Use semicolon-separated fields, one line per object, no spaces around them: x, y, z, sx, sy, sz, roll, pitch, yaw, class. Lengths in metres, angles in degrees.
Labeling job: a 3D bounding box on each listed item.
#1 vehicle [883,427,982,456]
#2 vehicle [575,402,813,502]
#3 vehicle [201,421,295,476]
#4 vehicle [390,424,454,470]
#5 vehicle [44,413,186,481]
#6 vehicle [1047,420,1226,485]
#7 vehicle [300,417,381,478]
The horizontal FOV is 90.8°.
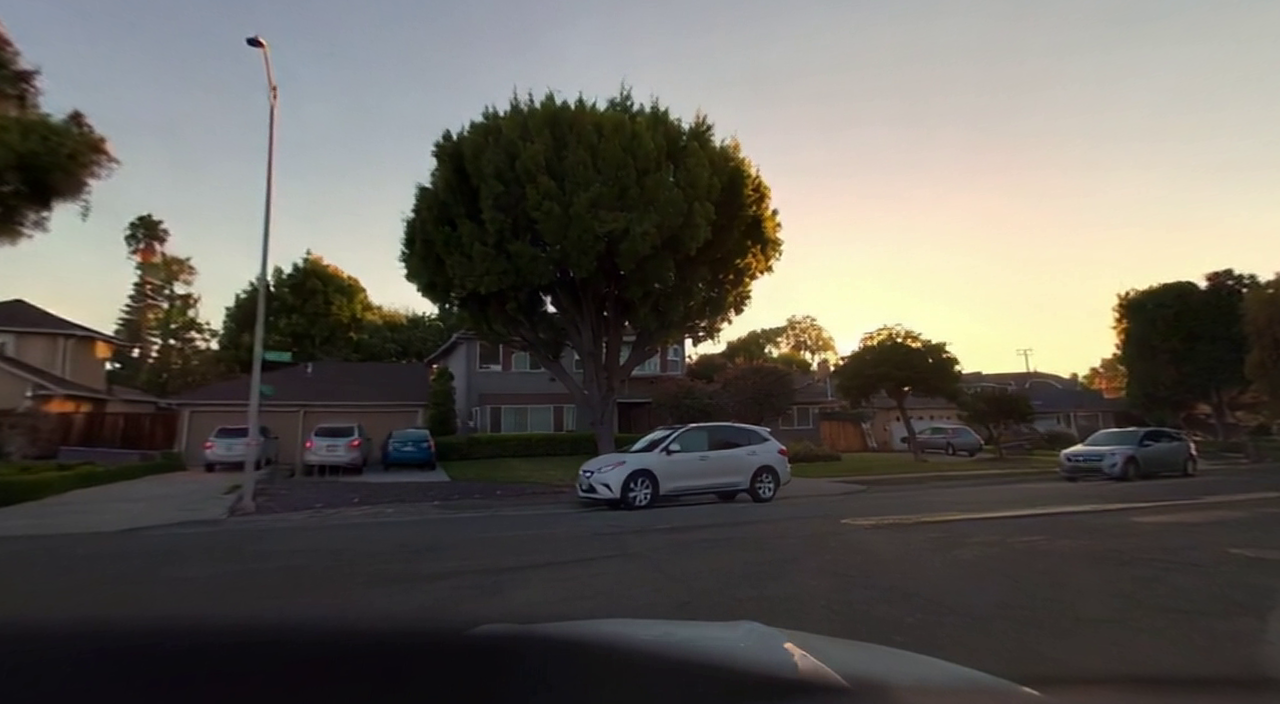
16.441;5.092;35.731;1.967;1.523;4.619;7;-11;-38;vehicle
1.191;2.297;14.375;4.919;1.969;2.104;4;-10;-19;vehicle
-15.073;3.756;24.627;2.391;1.894;5.075;4;-9;-24;vehicle
-8.965;3.889;25.818;2.005;1.699;4.234;4;-9;-24;vehicle
-18.154;3.276;21.754;5.475;2.043;2.307;-6;-11;36;vehicle
16.040;3.210;20.406;5.179;1.847;2.219;3;-10;-25;vehicle
-11.042;3.546;23.694;2.278;1.969;5.533;3;-8;-21;vehicle
